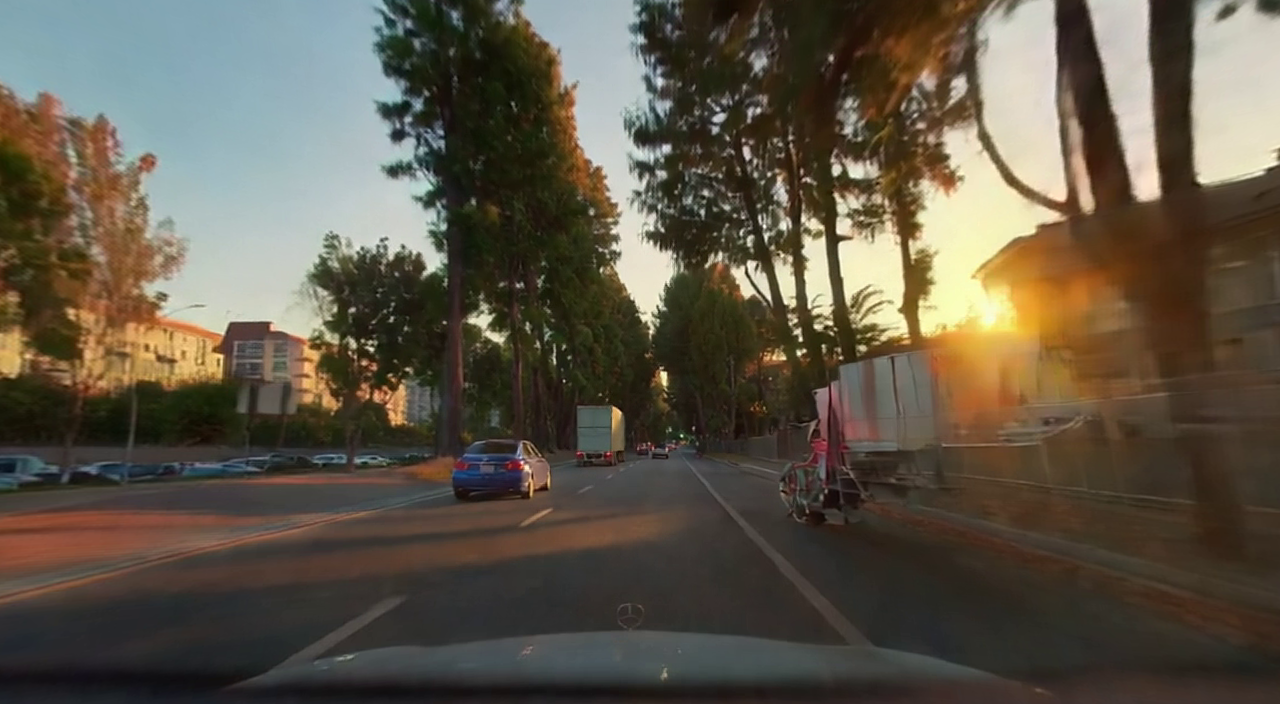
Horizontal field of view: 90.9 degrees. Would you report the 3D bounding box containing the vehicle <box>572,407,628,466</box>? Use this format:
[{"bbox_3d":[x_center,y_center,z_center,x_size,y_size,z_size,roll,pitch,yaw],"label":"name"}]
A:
[{"bbox_3d":[-2.333,5.368,39.650,2.746,3.276,8.572,0,-8,1],"label":"vehicle"}]

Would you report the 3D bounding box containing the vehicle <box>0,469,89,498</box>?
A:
[{"bbox_3d":[-34.099,7.425,35.654,4.356,1.457,1.759,-1,-8,5],"label":"vehicle"}]

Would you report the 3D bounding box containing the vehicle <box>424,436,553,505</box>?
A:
[{"bbox_3d":[-3.596,2.892,15.922,2.005,1.462,4.345,-1,-8,3],"label":"vehicle"}]
